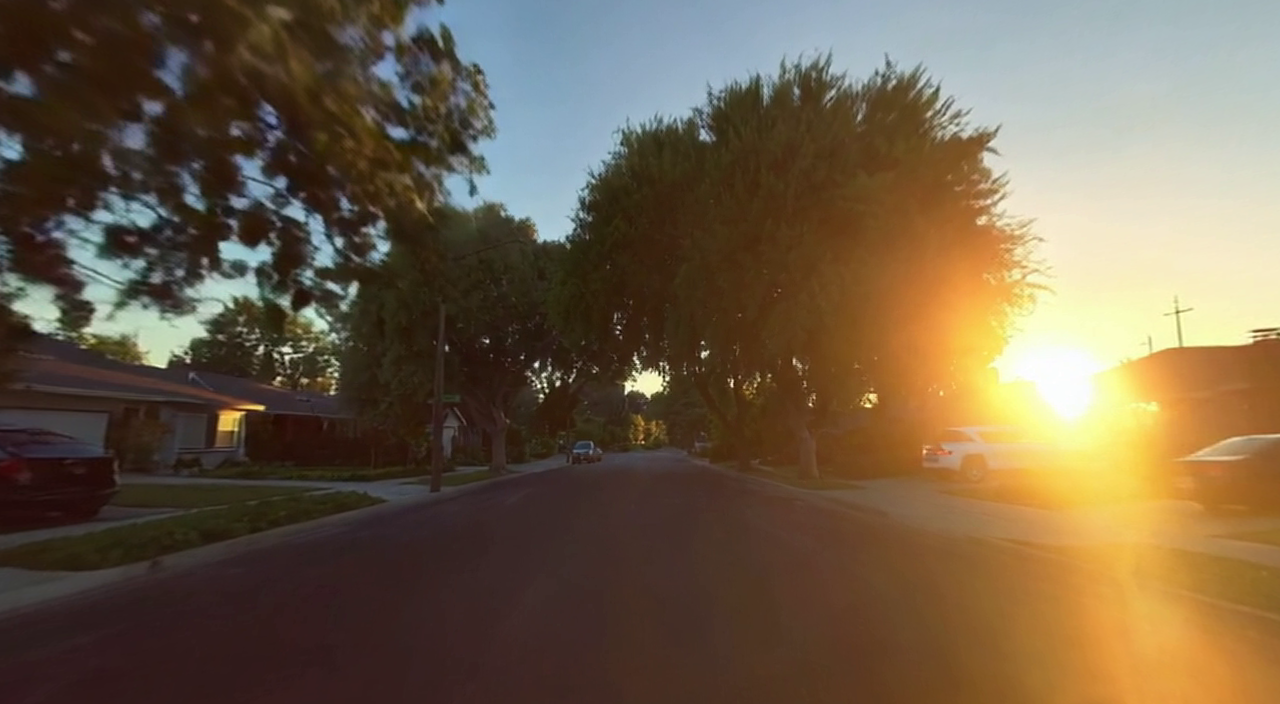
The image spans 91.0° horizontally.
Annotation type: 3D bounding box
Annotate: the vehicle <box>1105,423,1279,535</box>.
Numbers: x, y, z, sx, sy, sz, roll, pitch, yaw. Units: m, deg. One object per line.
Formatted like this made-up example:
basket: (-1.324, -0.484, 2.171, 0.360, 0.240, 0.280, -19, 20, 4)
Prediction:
vehicle: (10.706, 1.922, 10.205, 4.710, 1.512, 1.894, -3, -8, 0)

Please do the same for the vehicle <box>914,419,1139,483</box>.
vehicle: (12.028, 3.120, 19.956, 5.637, 1.890, 2.171, 0, -8, 1)

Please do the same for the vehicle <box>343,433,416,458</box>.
vehicle: (-18.530, 6.684, 44.944, 4.196, 1.696, 2.086, 0, -10, -1)
